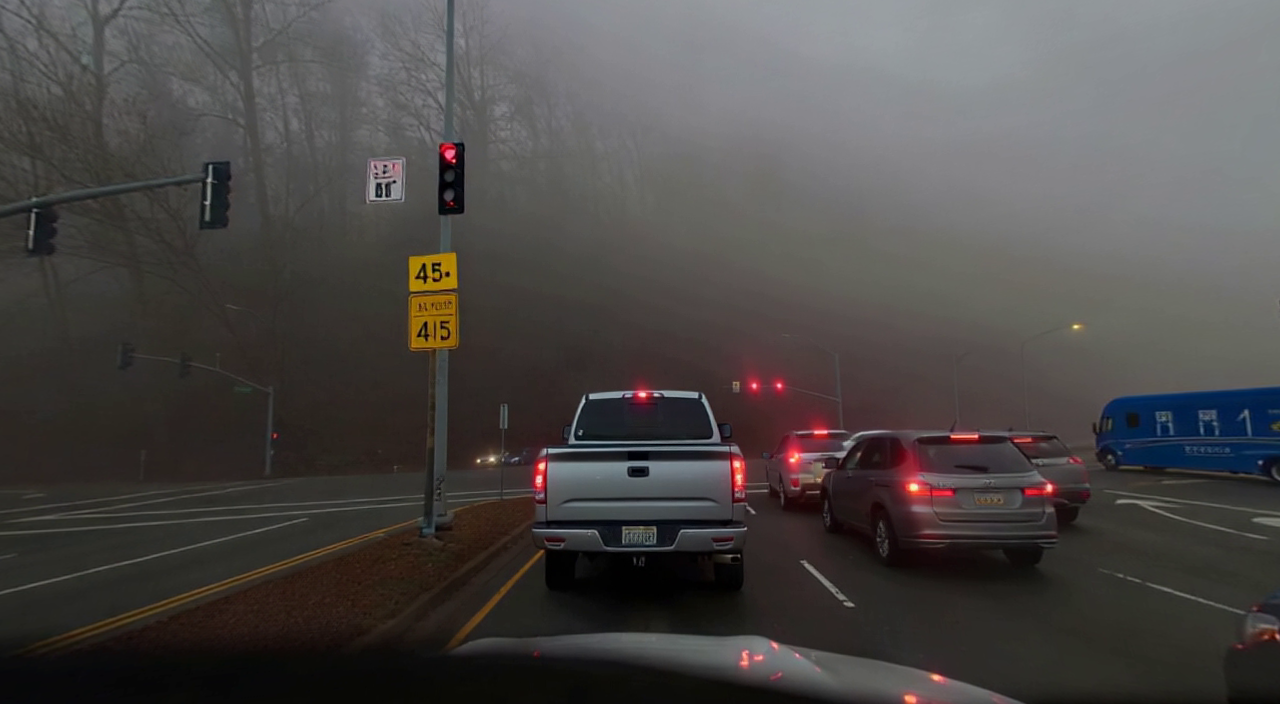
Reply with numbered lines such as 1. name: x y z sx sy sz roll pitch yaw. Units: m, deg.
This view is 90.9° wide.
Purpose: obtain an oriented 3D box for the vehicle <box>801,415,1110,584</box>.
1. vehicle: 3.581 1.726 8.185 1.981 1.616 4.006 0 -8 1

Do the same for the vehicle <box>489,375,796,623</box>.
1. vehicle: 0.051 1.475 7.354 2.326 1.880 4.964 0 -8 1

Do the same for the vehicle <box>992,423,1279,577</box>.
1. vehicle: 6.839 1.745 8.265 1.973 1.470 4.228 0 -8 0
